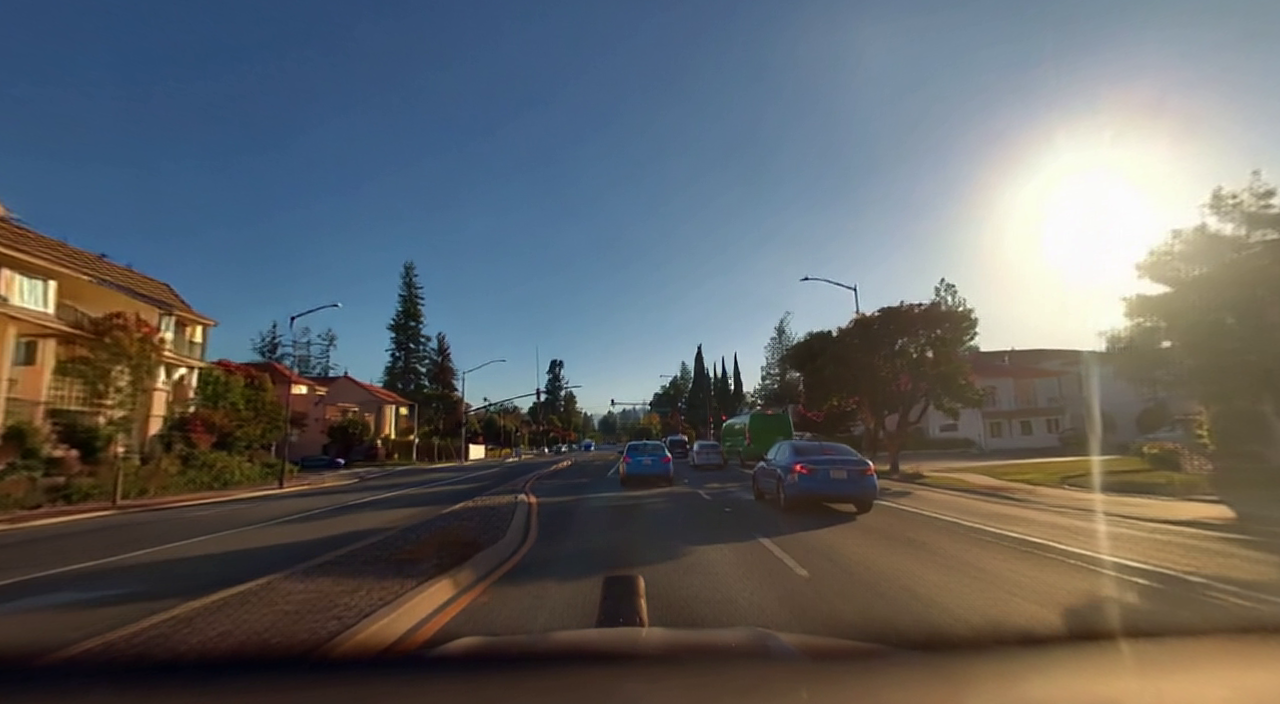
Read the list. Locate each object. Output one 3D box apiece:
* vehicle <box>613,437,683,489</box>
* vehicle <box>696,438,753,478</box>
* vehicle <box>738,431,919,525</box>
[{"bbox_3d":[0.215,3.582,20.724,2.093,1.497,4.010,0,-9,-1],"label":"vehicle"},{"bbox_3d":[3.434,4.379,26.301,1.775,1.499,3.488,0,-9,-1],"label":"vehicle"},{"bbox_3d":[3.464,2.422,12.734,2.161,1.519,4.568,0,-9,-1],"label":"vehicle"}]
